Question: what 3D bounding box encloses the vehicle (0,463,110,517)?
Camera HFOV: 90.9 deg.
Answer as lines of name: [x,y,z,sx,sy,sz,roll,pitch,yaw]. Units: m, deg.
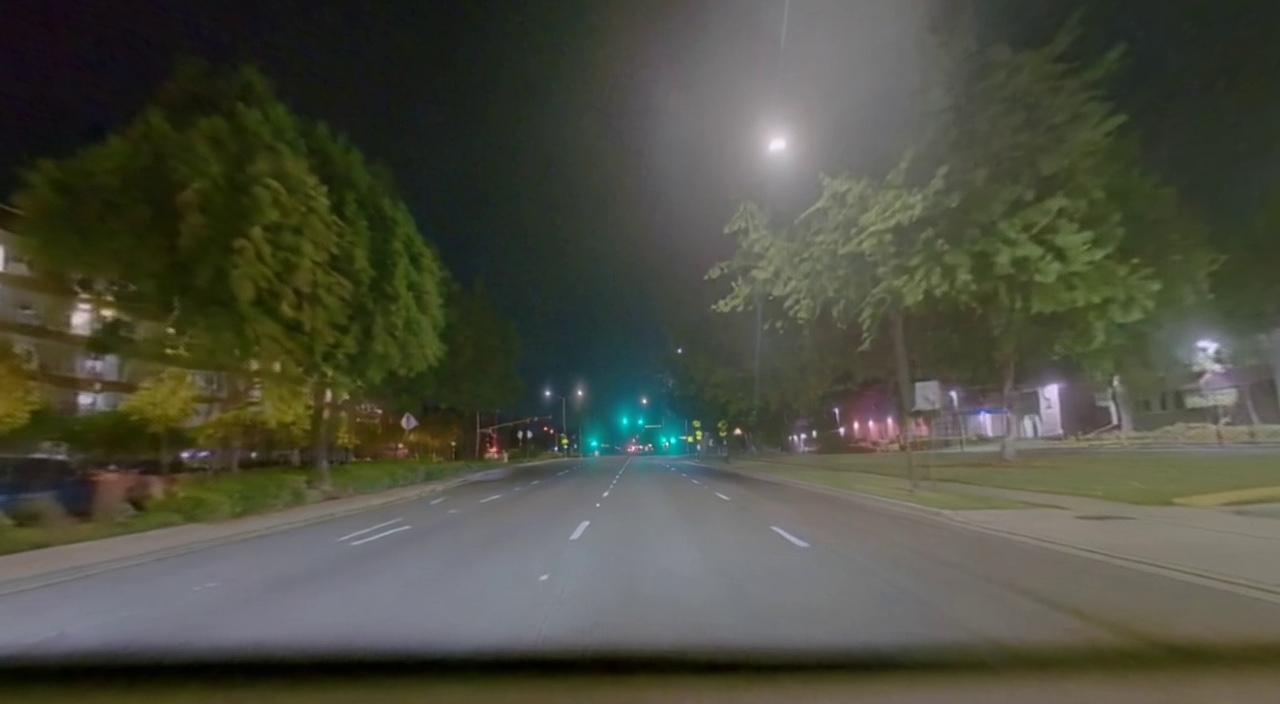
vehicle: [-19.755,4.335,20.033,1.863,1.486,4.500,0,-9,0]
